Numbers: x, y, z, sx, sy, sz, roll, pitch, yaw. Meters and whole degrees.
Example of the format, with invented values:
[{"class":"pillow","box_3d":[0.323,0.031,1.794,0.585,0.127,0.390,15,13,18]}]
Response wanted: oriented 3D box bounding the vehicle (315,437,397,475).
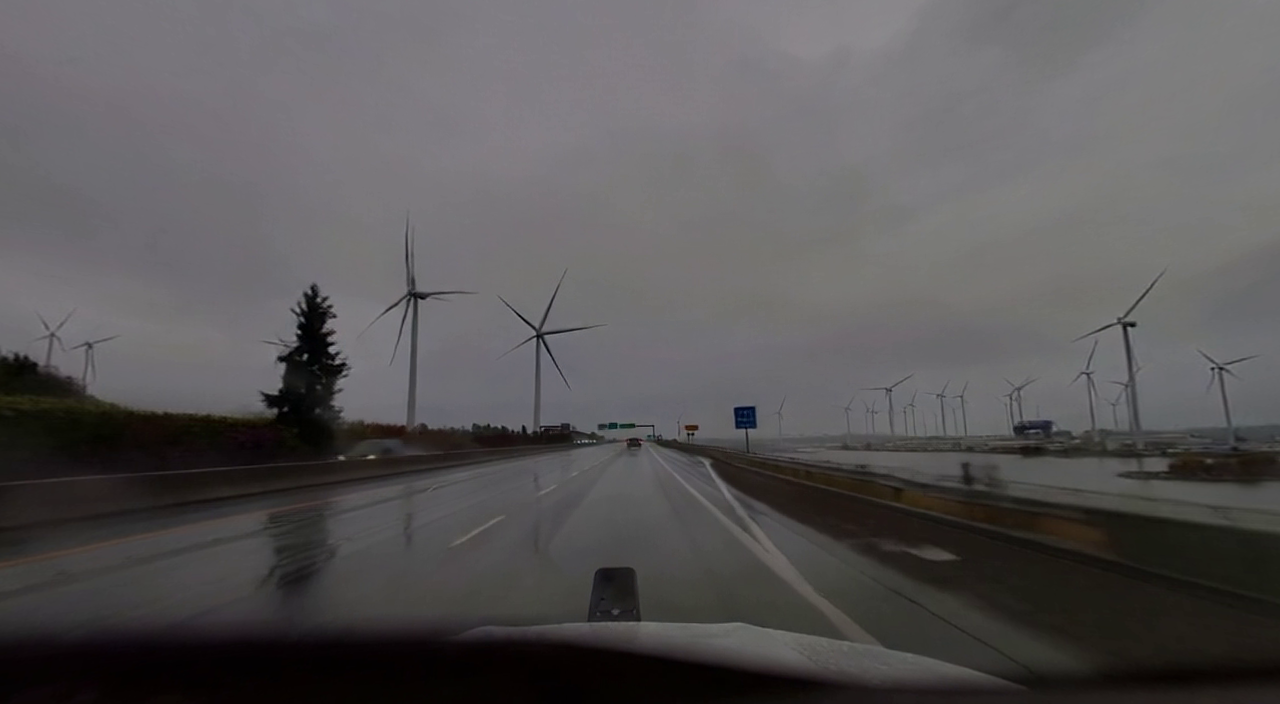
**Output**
[{"class":"vehicle","box_3d":[-13.360,4.910,29.903,1.953,1.654,4.122,0,-8,0]}]
